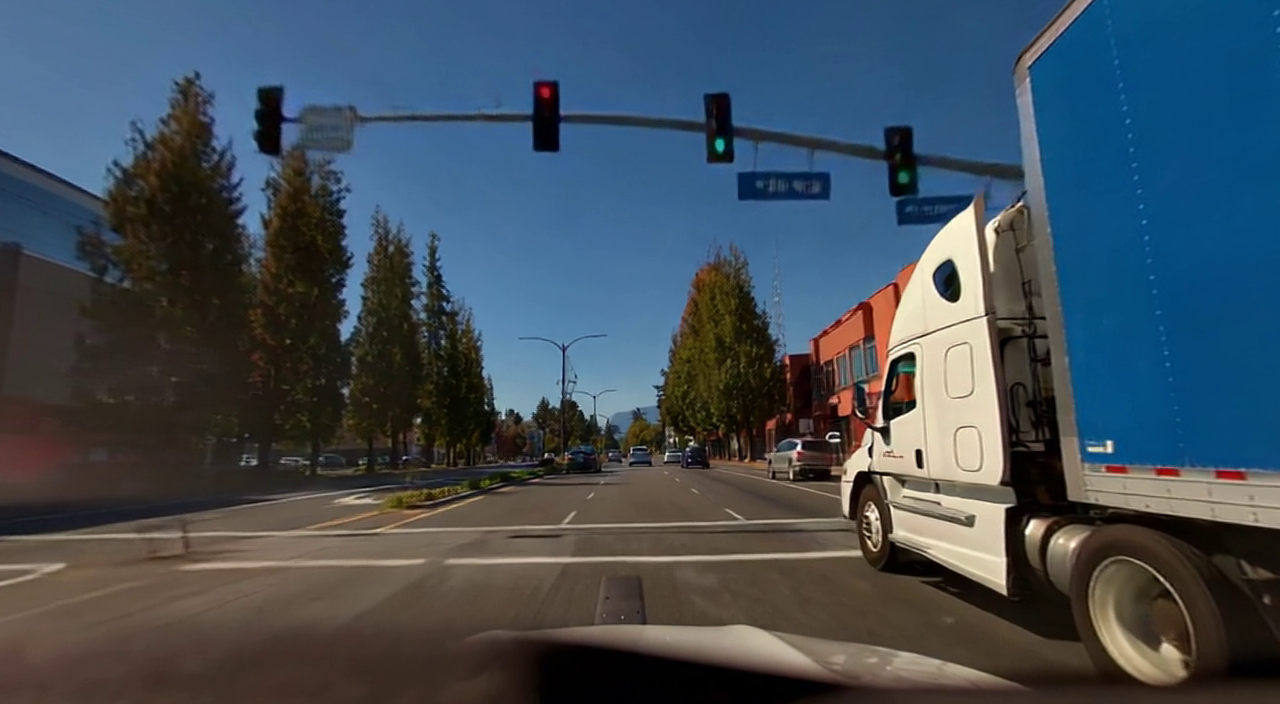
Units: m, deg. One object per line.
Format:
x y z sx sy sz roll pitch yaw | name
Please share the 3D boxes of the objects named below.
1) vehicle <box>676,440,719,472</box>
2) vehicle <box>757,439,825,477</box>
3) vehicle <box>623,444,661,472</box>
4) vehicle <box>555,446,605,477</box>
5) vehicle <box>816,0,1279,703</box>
3.567 6.530 39.743 2.196 1.908 4.412 0 -9 -1 | vehicle
7.701 5.444 32.671 2.174 1.793 5.061 0 -9 -1 | vehicle
0.114 6.759 40.328 2.276 1.704 3.925 0 -9 0 | vehicle
-3.144 5.865 33.931 2.211 1.537 4.666 -1 -9 0 | vehicle
3.783 -0.079 3.715 3.006 3.679 8.506 -1 -9 0 | vehicle
